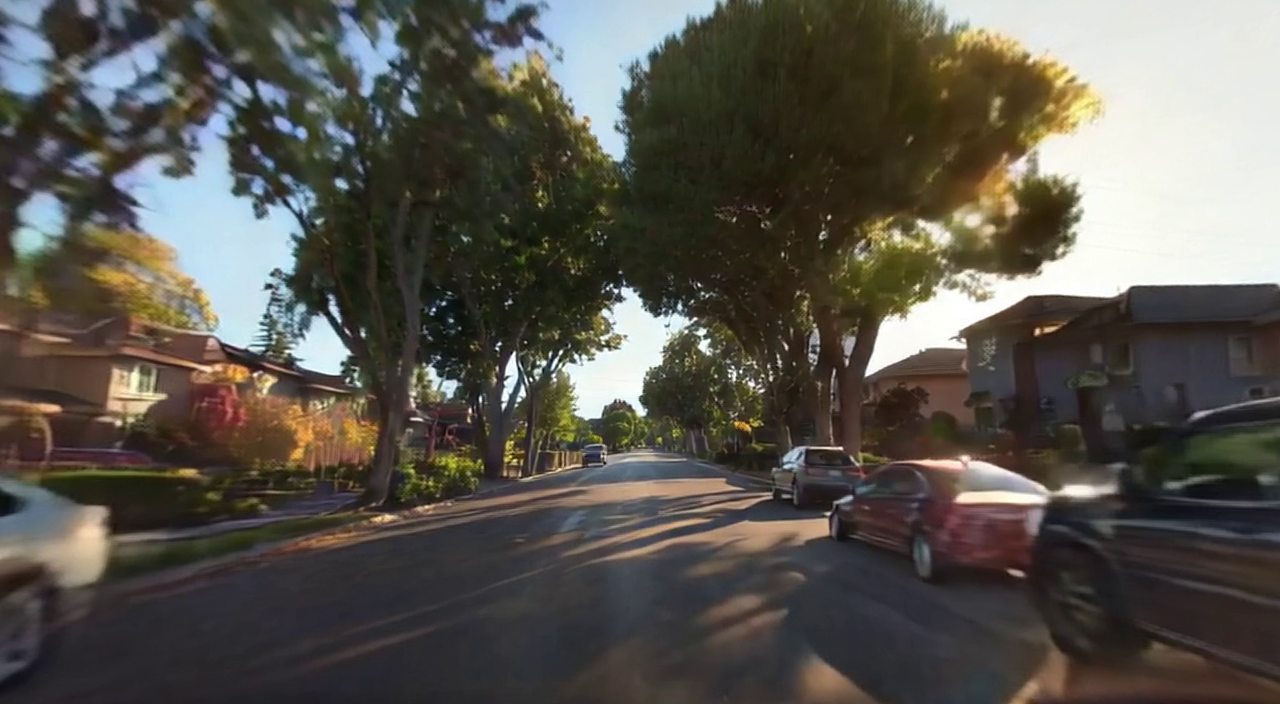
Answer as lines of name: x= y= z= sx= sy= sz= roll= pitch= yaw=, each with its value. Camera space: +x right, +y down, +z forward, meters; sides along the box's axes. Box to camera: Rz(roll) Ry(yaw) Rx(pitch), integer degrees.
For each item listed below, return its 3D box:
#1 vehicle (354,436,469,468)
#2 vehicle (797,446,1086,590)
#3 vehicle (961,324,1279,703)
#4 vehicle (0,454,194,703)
vehicle: x=-13.442 y=5.946 z=37.505 sx=5.863 sy=1.773 sz=2.451 roll=0 pitch=-9 yaw=-3
vehicle: x=3.704 y=2.064 z=8.789 sx=1.857 sy=1.480 sz=4.201 roll=0 pitch=-8 yaw=-1
vehicle: x=3.848 y=0.788 z=2.238 sx=2.350 sy=1.912 sz=5.696 roll=0 pitch=-8 yaw=-1
vehicle: x=-4.529 y=1.143 z=2.532 sx=2.234 sy=1.377 sz=4.413 roll=-2 pitch=-10 yaw=1
